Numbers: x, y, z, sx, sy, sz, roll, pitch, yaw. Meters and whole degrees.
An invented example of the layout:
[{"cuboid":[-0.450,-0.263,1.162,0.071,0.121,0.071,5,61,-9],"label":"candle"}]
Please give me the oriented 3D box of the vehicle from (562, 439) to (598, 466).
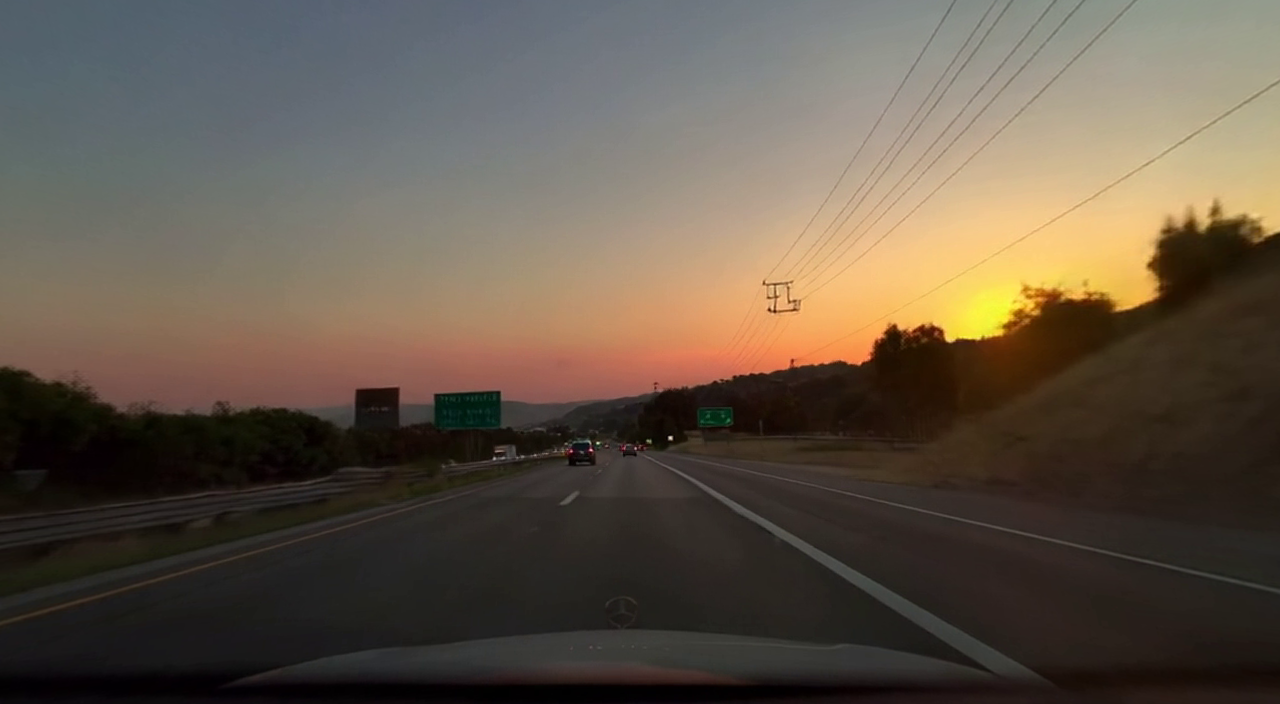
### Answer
[{"cuboid":[-4.385,7.443,46.947,2.130,1.823,4.761,0,-8,0],"label":"vehicle"}]
